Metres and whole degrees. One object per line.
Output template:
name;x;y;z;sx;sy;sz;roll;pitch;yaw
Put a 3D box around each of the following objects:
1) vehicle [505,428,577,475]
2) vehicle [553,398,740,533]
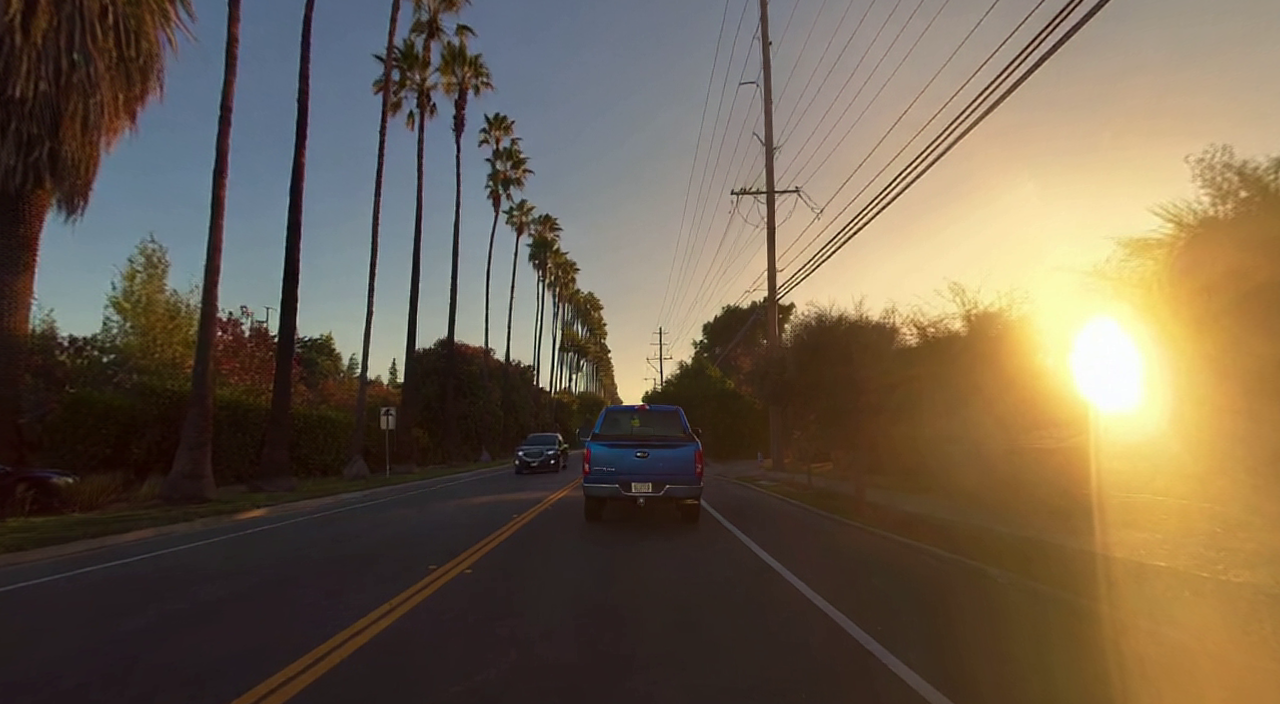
vehicle;-4.583;4.740;30.173;2.590;2.032;5.566;0;-8;0
vehicle;0.059;2.147;12.484;2.803;2.005;5.885;0;-8;-1
